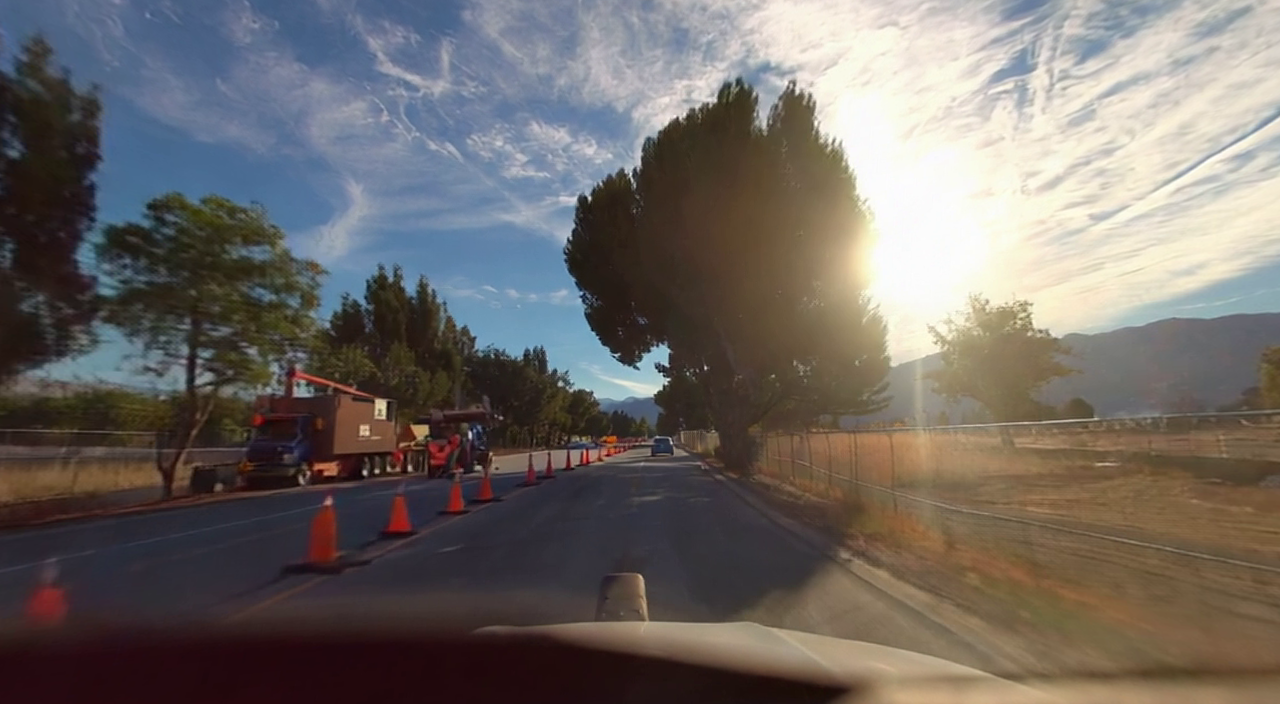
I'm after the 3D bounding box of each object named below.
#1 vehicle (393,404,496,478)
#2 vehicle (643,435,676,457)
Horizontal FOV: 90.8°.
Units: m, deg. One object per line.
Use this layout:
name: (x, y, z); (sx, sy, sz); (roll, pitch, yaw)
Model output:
vehicle: (-7.527, 3.479, 24.653); (3.064, 2.710, 2.385); (-1, -9, 4)
vehicle: (1.336, 6.520, 43.877); (2.172, 1.486, 3.581); (0, -9, 1)
